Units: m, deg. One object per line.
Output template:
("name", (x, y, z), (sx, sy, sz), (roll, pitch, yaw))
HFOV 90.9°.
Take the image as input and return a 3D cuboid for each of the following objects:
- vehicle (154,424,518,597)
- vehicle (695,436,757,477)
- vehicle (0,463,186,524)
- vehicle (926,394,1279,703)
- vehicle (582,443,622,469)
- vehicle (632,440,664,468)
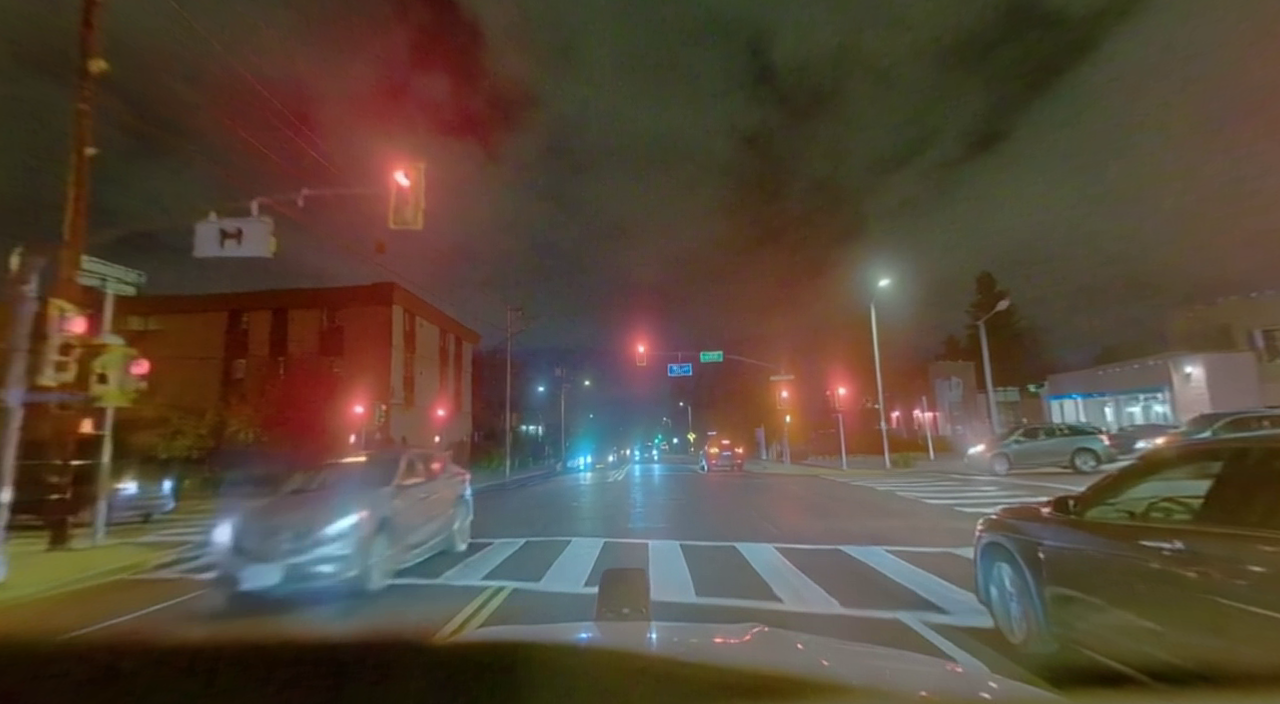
("vehicle", (-3.551, 1.991, 8.968), (2.519, 1.689, 5.200), (-1, -9, 1))
("vehicle", (3.653, 4.537, 27.512), (2.035, 1.564, 4.719), (-1, -9, 0))
("vehicle", (-16.097, 4.020, 18.188), (4.540, 1.546, 2.157), (-2, -9, 8))
("vehicle", (3.243, 0.911, 2.378), (2.072, 1.471, 4.834), (-1, -9, 0))
("vehicle", (-2.856, 7.974, 48.505), (2.666, 1.885, 5.029), (-1, -9, 1))
("vehicle", (0.538, 7.036, 43.744), (2.118, 1.813, 4.326), (-1, -9, 0))
